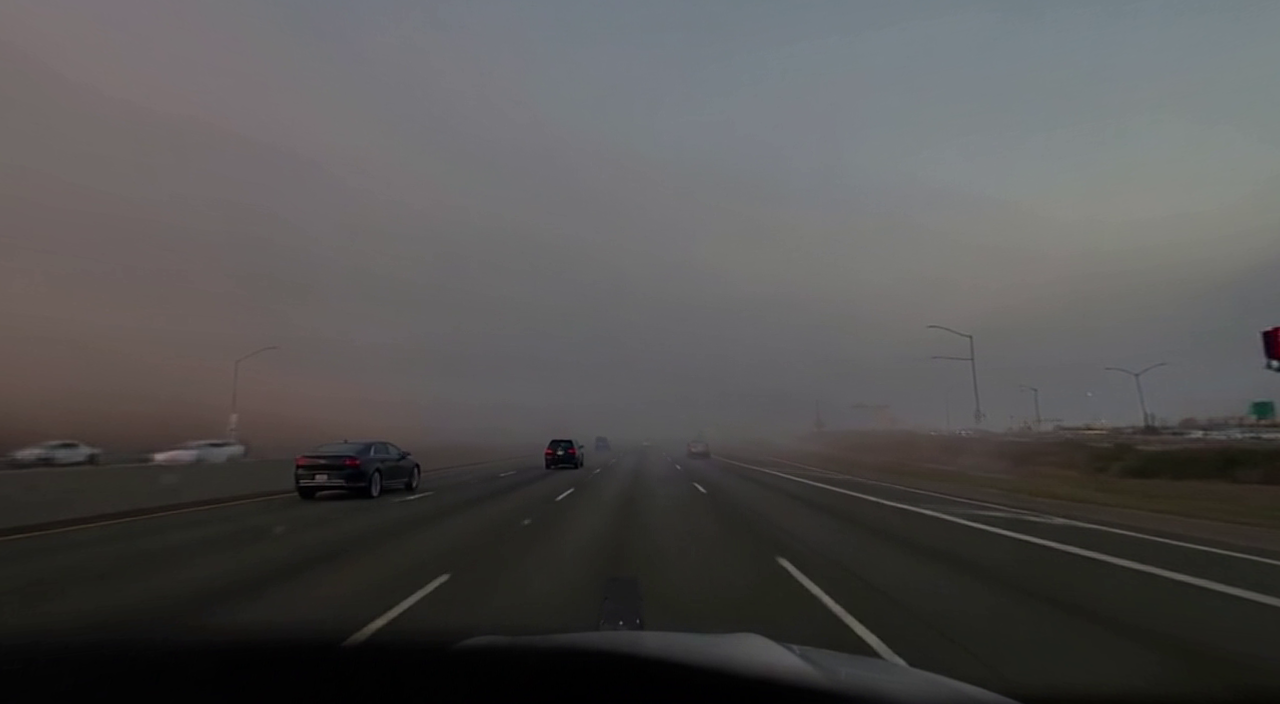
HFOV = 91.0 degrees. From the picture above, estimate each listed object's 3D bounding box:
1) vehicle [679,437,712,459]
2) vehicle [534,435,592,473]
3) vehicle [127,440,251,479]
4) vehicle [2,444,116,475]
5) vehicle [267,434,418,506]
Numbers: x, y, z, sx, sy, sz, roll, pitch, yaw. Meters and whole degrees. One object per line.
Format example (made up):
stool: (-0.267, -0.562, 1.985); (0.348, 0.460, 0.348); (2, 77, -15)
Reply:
vehicle: (4.198, 7.401, 48.446); (2.135, 1.532, 4.506); (0, -9, 0)
vehicle: (-3.384, 4.580, 28.418); (2.001, 1.577, 4.055); (0, -9, 1)
vehicle: (-19.662, 4.684, 27.751); (1.906, 1.534, 4.695); (0, -9, 1)
vehicle: (-31.082, 5.738, 33.886); (1.876, 1.532, 4.388); (0, -9, 1)
vehicle: (-7.098, 2.842, 15.478); (1.865, 1.518, 3.620); (0, -9, 1)
